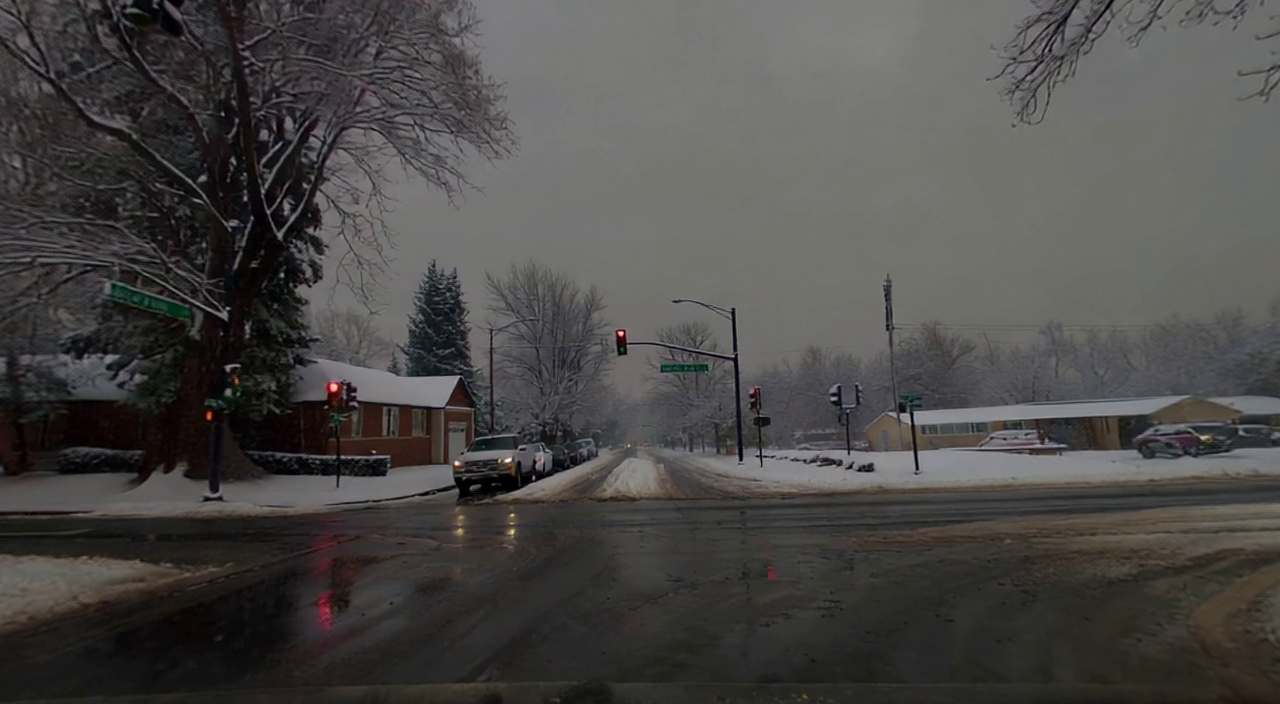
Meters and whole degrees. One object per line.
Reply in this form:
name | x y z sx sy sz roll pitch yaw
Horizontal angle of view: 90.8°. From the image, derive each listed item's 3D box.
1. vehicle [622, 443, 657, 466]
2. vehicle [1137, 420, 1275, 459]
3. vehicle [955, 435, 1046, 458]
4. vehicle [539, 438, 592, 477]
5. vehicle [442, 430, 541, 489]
vehicle | -0.102 6.977 43.279 2.056 1.493 4.535 0 -9 -4
vehicle | 33.255 5.164 37.251 5.969 2.149 2.331 0 -9 -4
vehicle | 24.968 6.549 43.847 5.172 1.515 1.851 0 -9 -2
vehicle | -3.646 5.280 31.911 2.120 1.783 4.788 0 -9 -1
vehicle | -6.500 4.834 28.951 2.896 2.339 7.322 0 -9 -1
